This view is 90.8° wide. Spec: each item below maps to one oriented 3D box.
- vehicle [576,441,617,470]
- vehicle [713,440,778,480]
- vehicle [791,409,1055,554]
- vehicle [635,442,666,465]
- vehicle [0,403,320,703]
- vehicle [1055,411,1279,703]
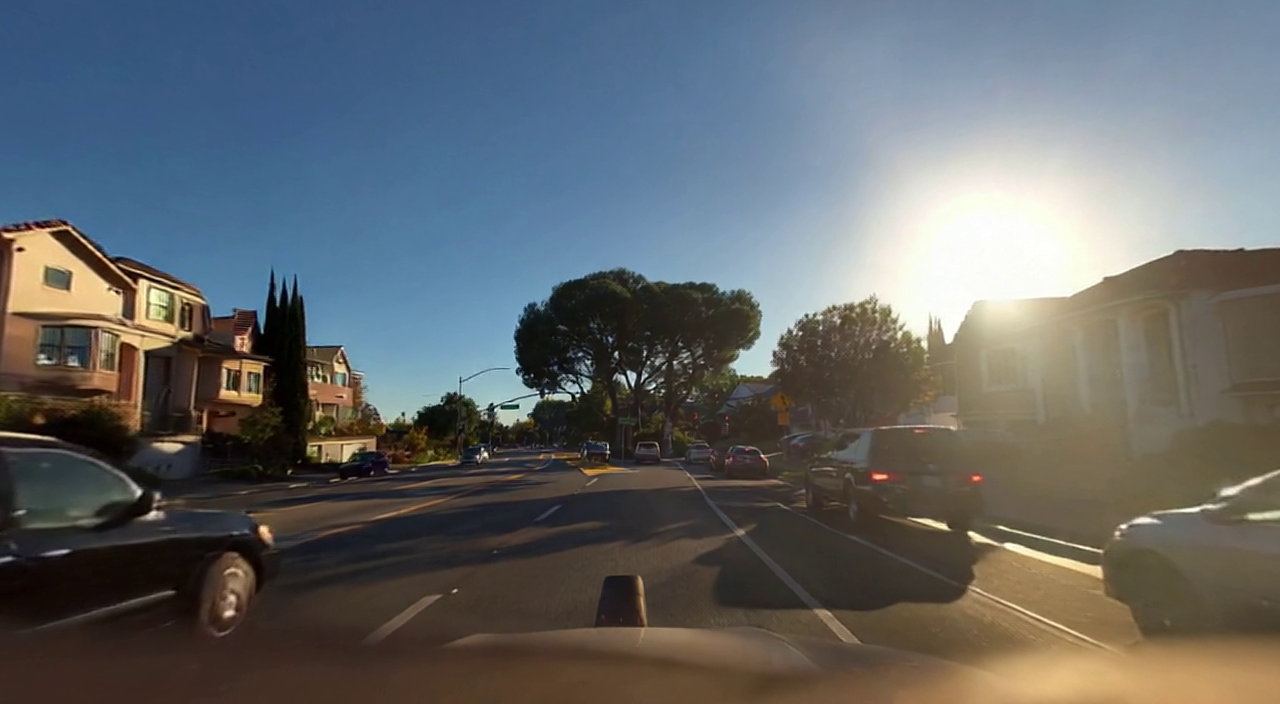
[{"bbox_3d":[-2.418,5.871,35.965,1.986,1.508,4.261,0,-9,0],"label":"vehicle"},{"bbox_3d":[4.274,4.436,26.241,1.964,1.485,4.454,0,-9,1],"label":"vehicle"},{"bbox_3d":[4.064,1.943,10.155,2.069,1.780,4.480,0,-9,-1],"label":"vehicle"},{"bbox_3d":[0.703,7.043,44.050,2.081,1.475,4.361,0,-9,0],"label":"vehicle"},{"bbox_3d":[-3.485,0.978,2.524,2.069,1.510,4.325,0,-9,1],"label":"vehicle"},{"bbox_3d":[3.949,0.895,2.135,1.956,1.468,4.524,0,-9,-1],"label":"vehicle"}]
